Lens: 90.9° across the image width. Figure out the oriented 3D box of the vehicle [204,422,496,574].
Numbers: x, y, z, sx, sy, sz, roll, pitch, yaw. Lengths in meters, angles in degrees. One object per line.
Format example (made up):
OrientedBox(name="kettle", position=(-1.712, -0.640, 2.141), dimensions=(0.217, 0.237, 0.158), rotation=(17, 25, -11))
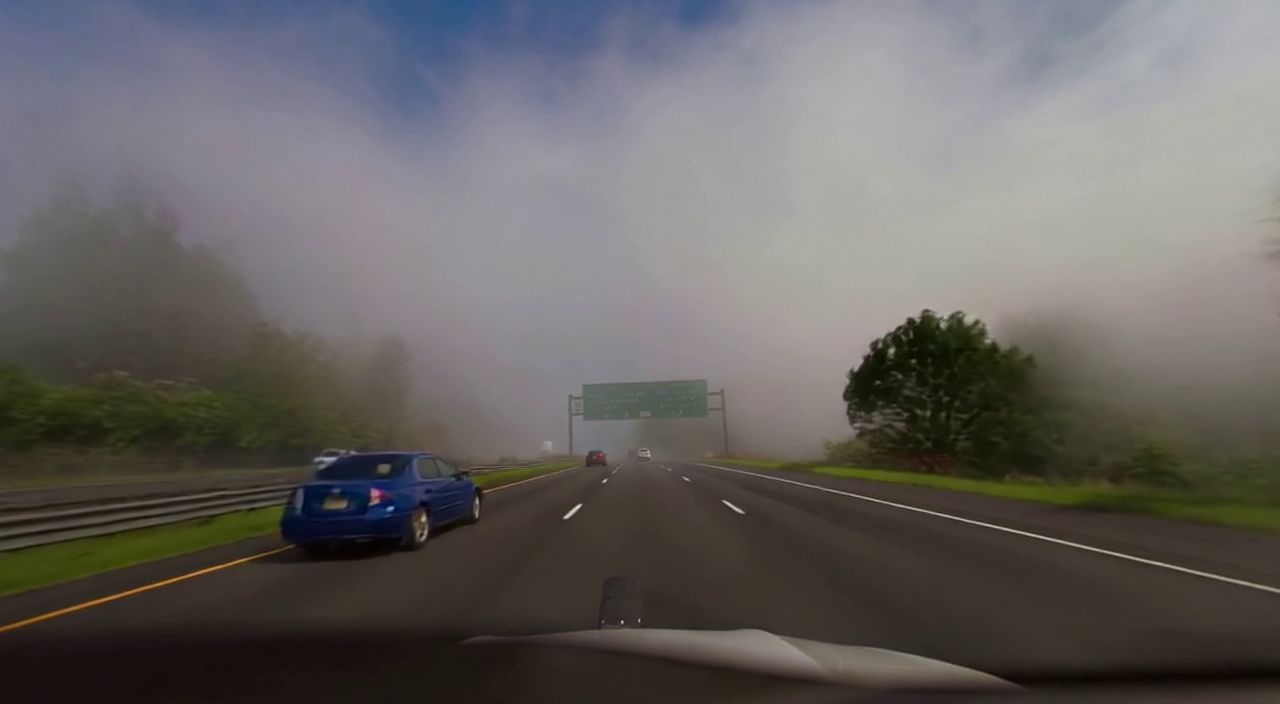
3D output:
OrientedBox(name="vehicle", position=(-3.587, 1.900, 8.969), dimensions=(2.028, 1.584, 4.481), rotation=(0, -9, 0))
